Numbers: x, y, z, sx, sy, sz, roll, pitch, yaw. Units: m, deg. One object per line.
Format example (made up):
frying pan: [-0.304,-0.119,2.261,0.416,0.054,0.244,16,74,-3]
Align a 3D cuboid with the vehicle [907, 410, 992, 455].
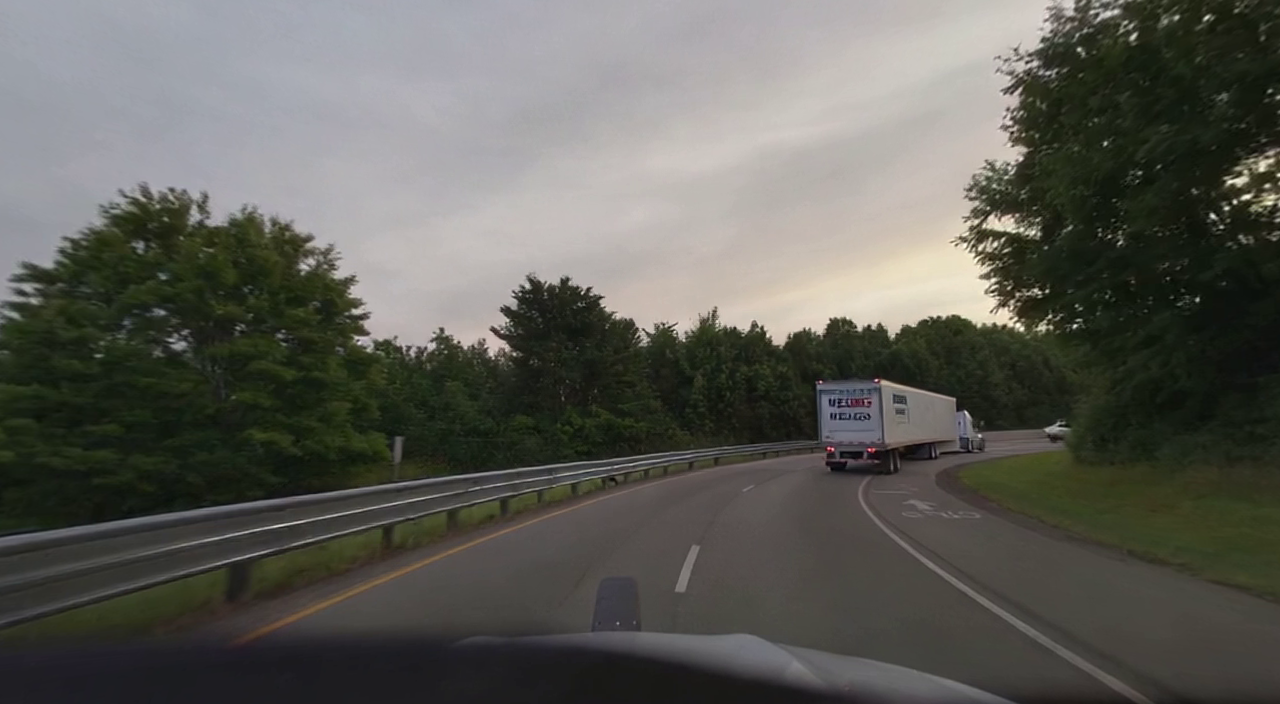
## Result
vehicle: [19.093,4.946,38.594,6.650,2.524,2.120,7,-10,-41]

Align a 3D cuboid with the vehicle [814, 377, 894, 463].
vehicle: [10.153,3.270,29.729,2.963,3.771,3.137,-4,-9,29]
